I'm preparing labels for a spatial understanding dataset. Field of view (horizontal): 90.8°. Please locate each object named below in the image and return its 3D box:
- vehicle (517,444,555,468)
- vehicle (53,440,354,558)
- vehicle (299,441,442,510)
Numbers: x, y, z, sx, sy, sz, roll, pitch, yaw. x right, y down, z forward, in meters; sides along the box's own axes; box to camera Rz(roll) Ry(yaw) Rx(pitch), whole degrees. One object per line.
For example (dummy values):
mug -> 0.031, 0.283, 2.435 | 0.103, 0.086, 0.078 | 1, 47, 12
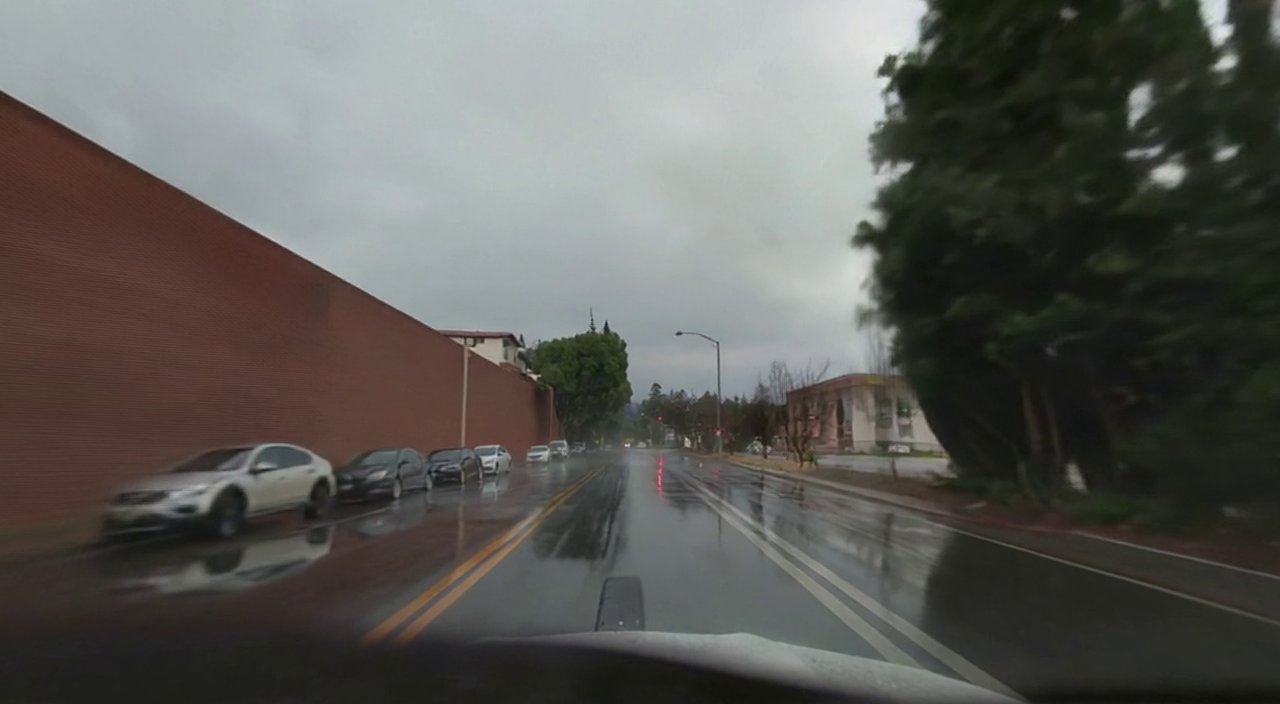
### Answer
vehicle -> -7.249, 7.248, 44.444 | 1.989, 1.485, 4.218 | 1, -7, 0
vehicle -> -6.846, 2.279, 10.735 | 1.899, 1.485, 4.593 | 1, -8, -1
vehicle -> -6.951, 3.176, 16.889 | 1.779, 1.473, 4.510 | 1, -7, 1
